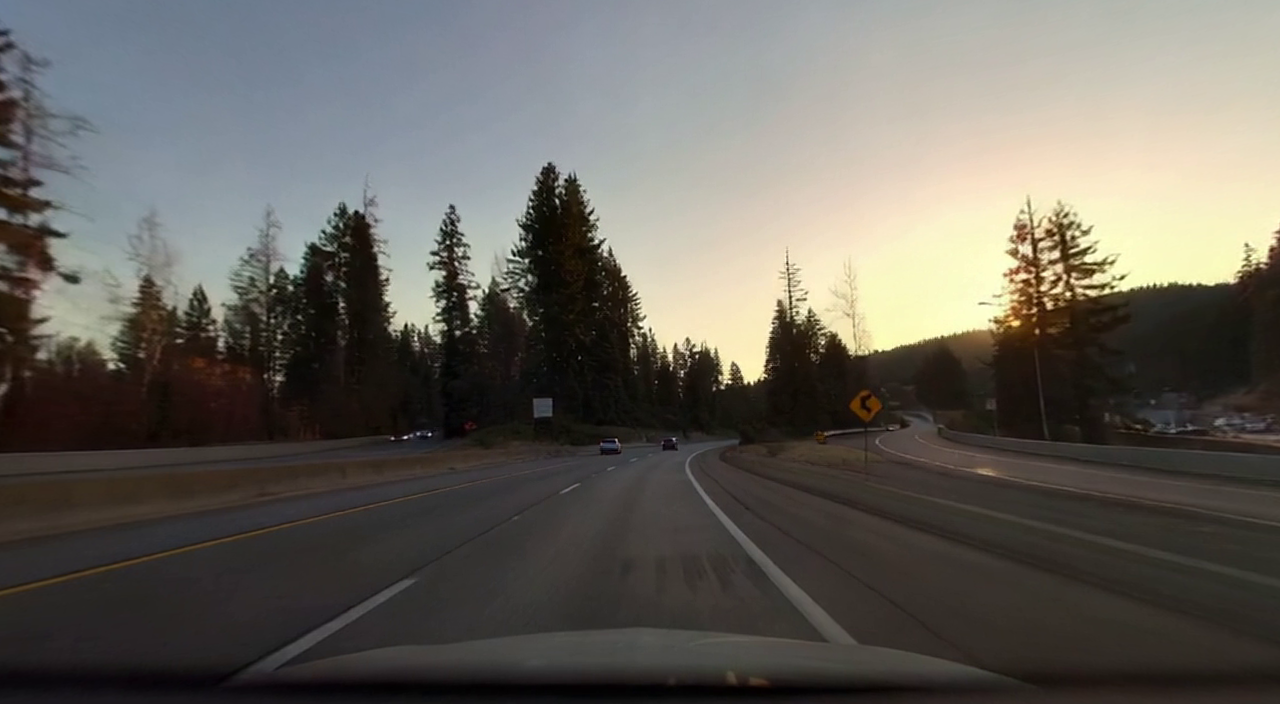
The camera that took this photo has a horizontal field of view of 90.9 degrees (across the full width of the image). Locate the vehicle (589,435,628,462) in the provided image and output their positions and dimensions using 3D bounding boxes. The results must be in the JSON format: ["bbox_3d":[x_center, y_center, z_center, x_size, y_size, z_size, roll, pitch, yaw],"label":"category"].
[{"bbox_3d":[-2.094,6.646,43.357,2.129,1.742,4.217,-1,-8,5],"label":"vehicle"}]
